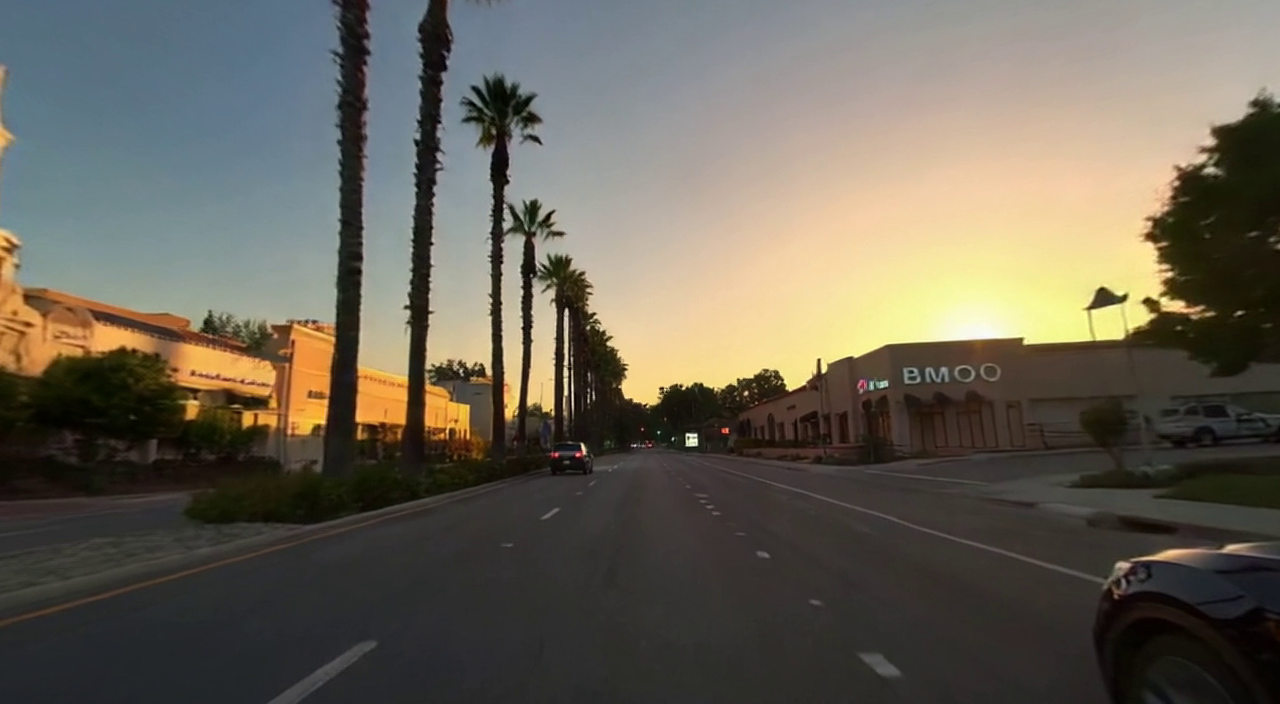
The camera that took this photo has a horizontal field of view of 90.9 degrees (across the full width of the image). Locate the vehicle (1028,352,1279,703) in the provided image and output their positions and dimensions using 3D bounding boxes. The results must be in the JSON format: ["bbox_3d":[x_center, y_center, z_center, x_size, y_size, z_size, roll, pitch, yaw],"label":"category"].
[{"bbox_3d":[2.787,0.616,0.808,1.946,1.513,4.133,0,-8,0],"label":"vehicle"}]

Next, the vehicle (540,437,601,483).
[{"bbox_3d":[-2.835,4.526,26.669,1.998,1.743,4.402,0,-8,1],"label":"vehicle"}]
